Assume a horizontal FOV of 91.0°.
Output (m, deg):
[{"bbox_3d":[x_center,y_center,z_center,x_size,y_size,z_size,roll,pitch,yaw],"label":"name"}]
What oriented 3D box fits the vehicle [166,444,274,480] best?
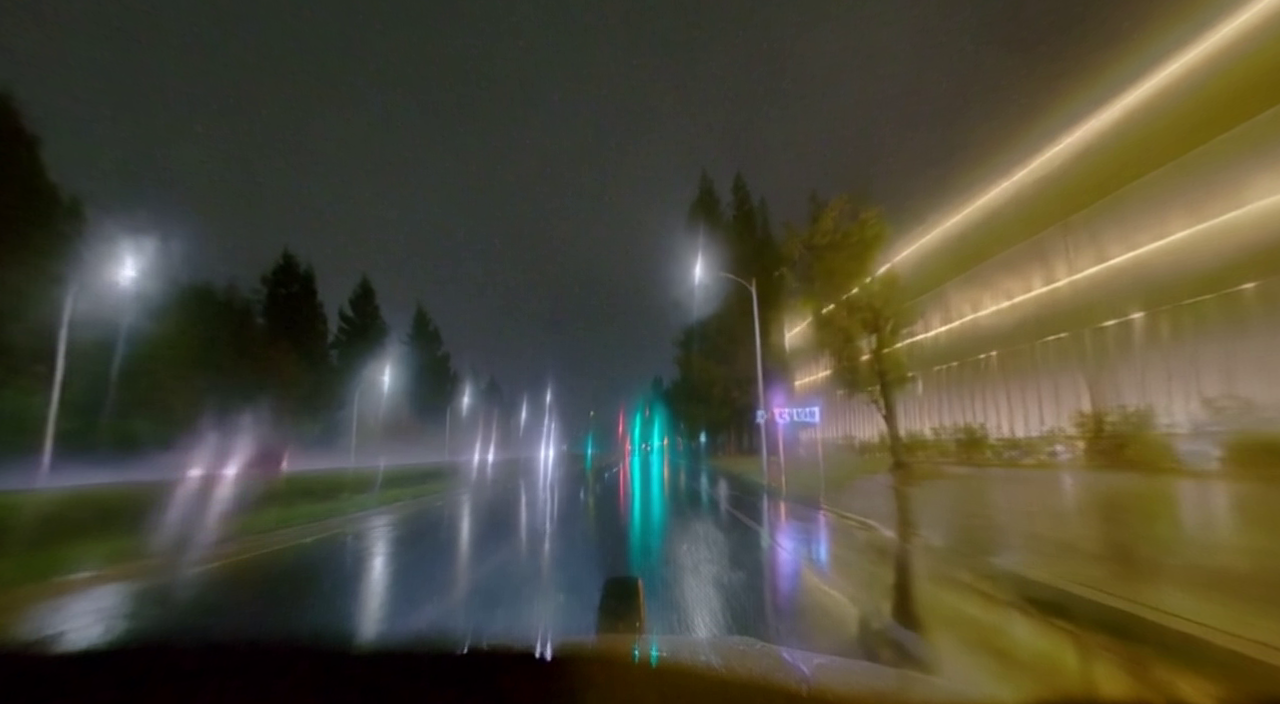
[{"bbox_3d":[-20.638,5.399,31.230,1.966,1.595,4.802,-1,-9,1],"label":"vehicle"}]
